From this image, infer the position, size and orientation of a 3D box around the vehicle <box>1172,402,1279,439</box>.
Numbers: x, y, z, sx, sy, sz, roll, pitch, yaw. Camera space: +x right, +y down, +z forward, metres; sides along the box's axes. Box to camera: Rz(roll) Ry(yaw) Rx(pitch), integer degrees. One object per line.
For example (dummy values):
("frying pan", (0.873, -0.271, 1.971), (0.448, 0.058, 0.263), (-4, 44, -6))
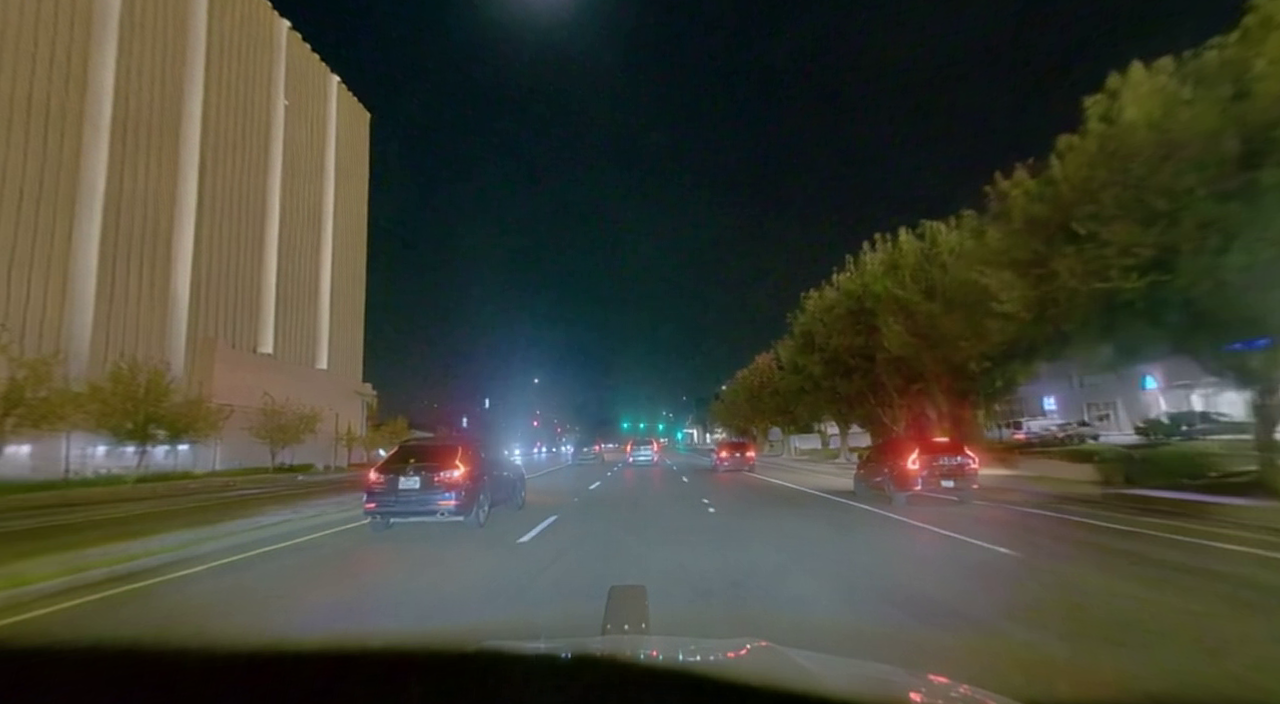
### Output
("vehicle", (26.056, 3.087, 27.901), (4.674, 1.489, 2.008), (4, -9, -27))

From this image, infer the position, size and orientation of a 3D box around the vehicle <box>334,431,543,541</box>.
("vehicle", (-3.123, 2.179, 10.942), (2.095, 1.486, 4.411), (-1, -8, 1))

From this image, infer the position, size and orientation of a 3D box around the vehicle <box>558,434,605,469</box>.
("vehicle", (-3.202, 5.584, 35.543), (2.117, 1.799, 4.442), (-1, -8, 1))

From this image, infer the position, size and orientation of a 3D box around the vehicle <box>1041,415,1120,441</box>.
("vehicle", (26.421, 4.592, 37.763), (4.692, 1.475, 2.038), (5, -10, -31))

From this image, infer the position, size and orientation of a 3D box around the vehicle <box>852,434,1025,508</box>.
("vehicle", (6.828, 2.760, 15.097), (1.865, 1.458, 4.605), (0, -8, -1))

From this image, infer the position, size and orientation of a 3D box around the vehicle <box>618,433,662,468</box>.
("vehicle", (0.037, 5.566, 35.709), (2.304, 1.795, 4.526), (-1, -8, 1))

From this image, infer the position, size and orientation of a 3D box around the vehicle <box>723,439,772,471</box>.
("vehicle", (5.249, 5.077, 31.180), (1.884, 1.458, 4.245), (-1, -8, 3))
